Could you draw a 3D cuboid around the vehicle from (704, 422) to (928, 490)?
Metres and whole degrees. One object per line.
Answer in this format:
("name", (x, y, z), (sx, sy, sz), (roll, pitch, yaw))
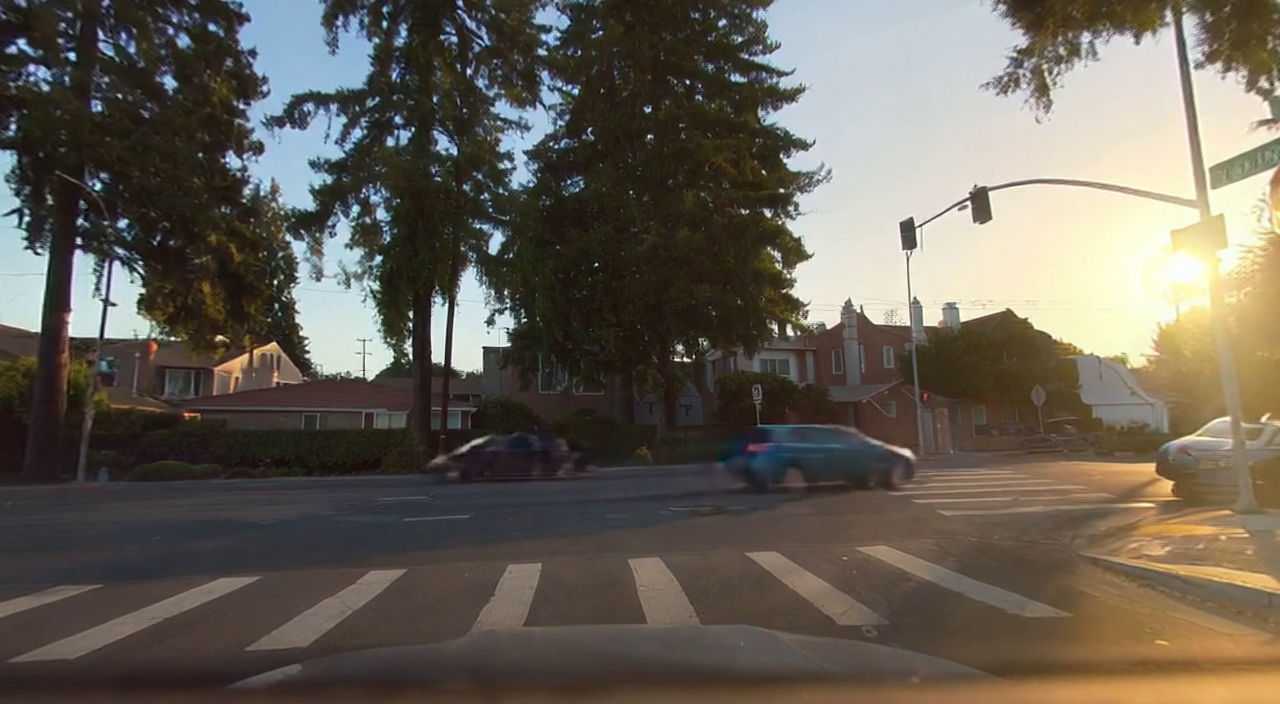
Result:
("vehicle", (4.243, 2.488, 15.377), (4.990, 1.454, 1.875), (2, -9, -17))

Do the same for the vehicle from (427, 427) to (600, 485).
("vehicle", (-3.599, 2.922, 17.936), (4.548, 1.469, 1.864), (3, -9, -20))

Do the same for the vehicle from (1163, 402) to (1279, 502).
("vehicle", (12.793, 1.862, 11.941), (4.208, 1.685, 2.014), (1, -8, -8))
